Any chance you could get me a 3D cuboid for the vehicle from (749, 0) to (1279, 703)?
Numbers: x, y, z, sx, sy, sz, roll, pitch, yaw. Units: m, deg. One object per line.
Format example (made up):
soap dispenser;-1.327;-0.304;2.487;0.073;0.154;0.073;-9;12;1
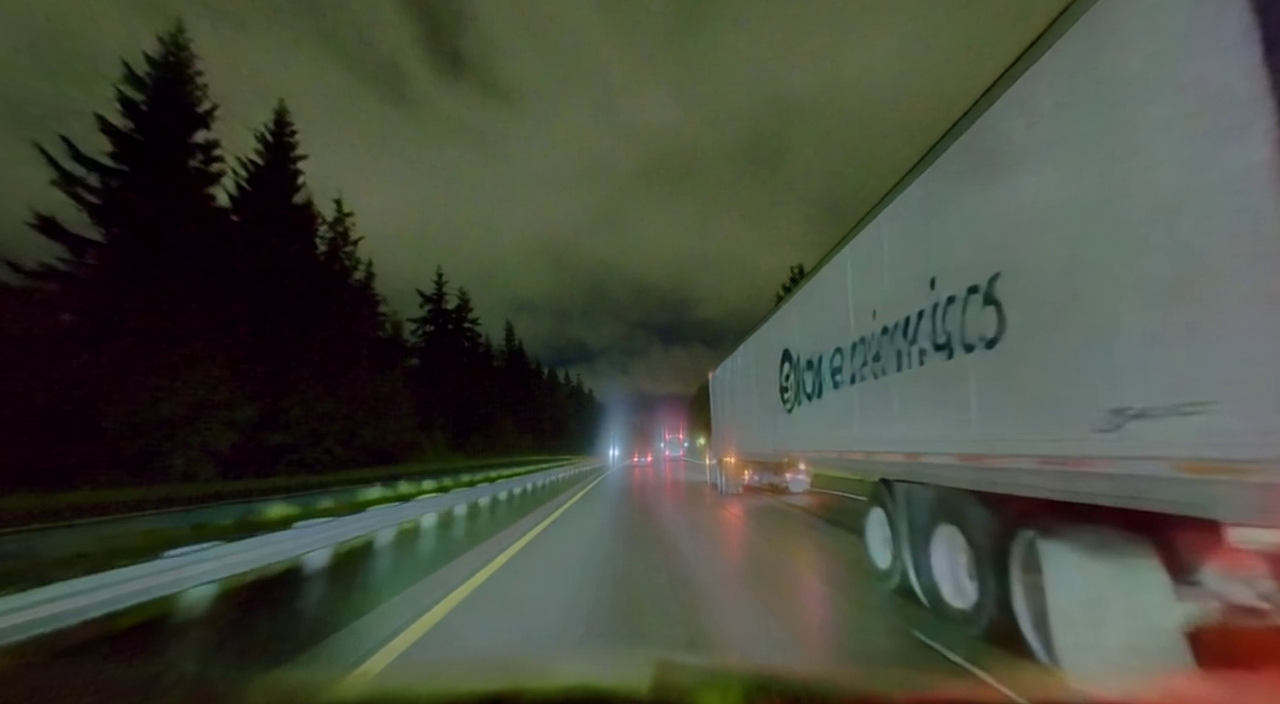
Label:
vehicle;3.861;0.352;6.810;3.440;4.090;11.380;-1;-9;1
